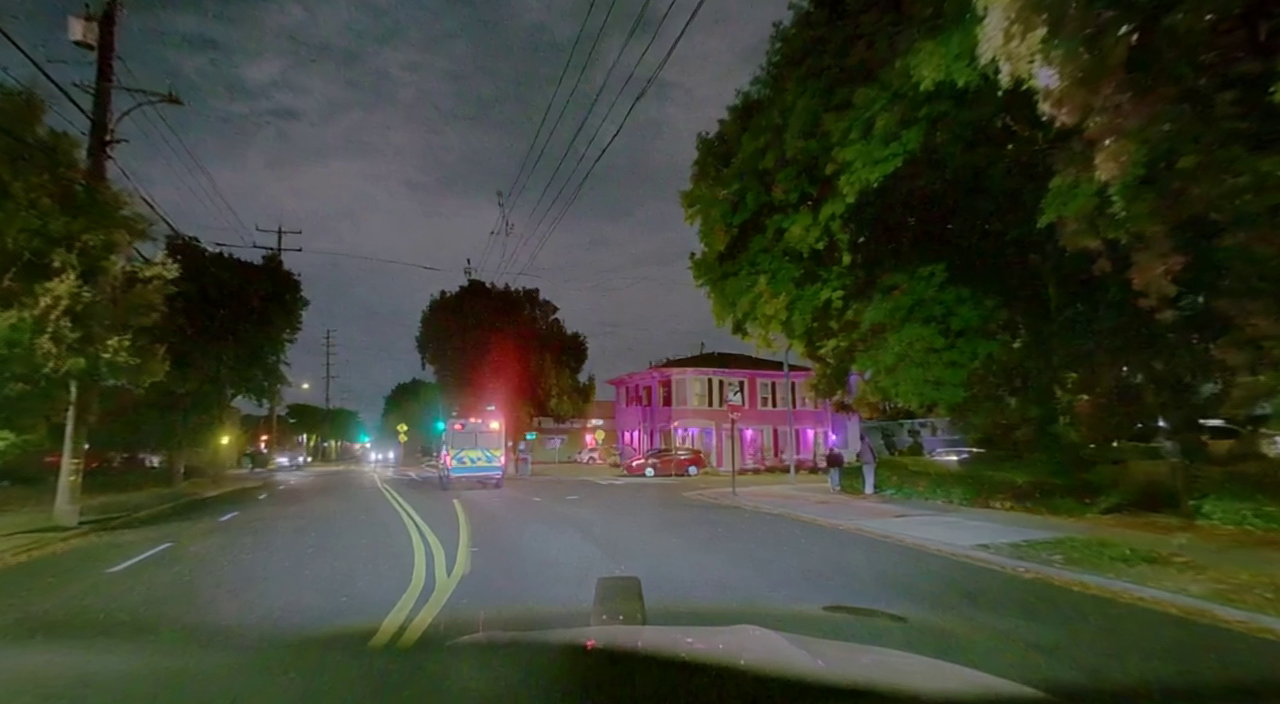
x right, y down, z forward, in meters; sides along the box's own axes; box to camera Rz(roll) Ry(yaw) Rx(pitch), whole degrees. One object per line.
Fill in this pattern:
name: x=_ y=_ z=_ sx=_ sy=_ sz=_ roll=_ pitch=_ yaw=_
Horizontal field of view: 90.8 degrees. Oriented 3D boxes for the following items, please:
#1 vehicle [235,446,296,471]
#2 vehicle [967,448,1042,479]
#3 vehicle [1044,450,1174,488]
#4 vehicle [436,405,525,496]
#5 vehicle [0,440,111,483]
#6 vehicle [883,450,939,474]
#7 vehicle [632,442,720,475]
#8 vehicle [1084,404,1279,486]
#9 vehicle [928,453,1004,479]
vehicle: x=-28.045 y=7.938 z=47.258 sx=4.502 sy=1.810 sz=2.056 roll=-6 pitch=-10 yaw=33
vehicle: x=23.046 y=7.045 z=40.154 sx=1.894 sy=1.784 sz=4.355 roll=0 pitch=-8 yaw=-4
vehicle: x=20.449 y=5.093 z=27.850 sx=1.805 sy=1.420 sz=4.603 roll=-1 pitch=-8 yaw=-7
vehicle: x=-5.547 y=3.311 z=21.451 sx=2.444 sy=2.640 sz=5.482 roll=2 pitch=-9 yaw=-18
vehicle: x=-26.611 y=4.646 z=26.650 sx=5.910 sy=1.681 sz=2.579 roll=3 pitch=-12 yaw=-22
vehicle: x=19.931 y=8.073 z=46.630 sx=1.899 sy=1.635 sz=4.603 roll=0 pitch=-8 yaw=-2
vehicle: x=2.254 y=6.822 z=40.587 sx=5.270 sy=1.966 sz=2.329 roll=0 pitch=-8 yaw=-6
vehicle: x=25.435 y=4.343 z=29.205 sx=2.934 sy=3.217 sz=7.956 roll=1 pitch=-10 yaw=-11
vehicle: x=20.487 y=7.154 z=39.982 sx=1.861 sy=1.470 sz=4.867 roll=1 pitch=-8 yaw=-6
